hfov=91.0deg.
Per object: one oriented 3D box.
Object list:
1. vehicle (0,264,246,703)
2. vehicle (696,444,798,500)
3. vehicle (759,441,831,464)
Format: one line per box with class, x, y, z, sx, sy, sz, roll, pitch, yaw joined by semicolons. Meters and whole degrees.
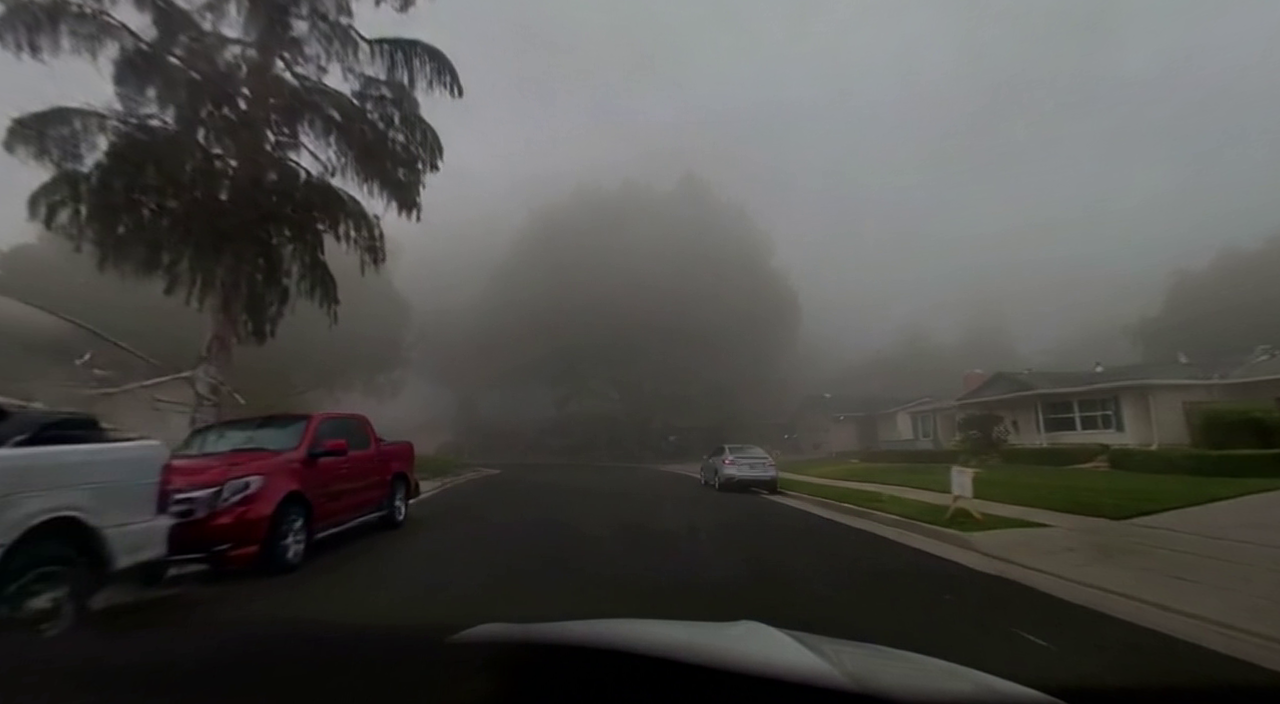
vehicle;-4.473;0.502;1.721;2.632;2.249;6.179;0;-9;2
vehicle;3.109;3.612;19.464;1.998;1.489;4.722;1;-9;-4
vehicle;10.274;6.653;41.685;4.252;1.429;1.907;3;-9;-22
